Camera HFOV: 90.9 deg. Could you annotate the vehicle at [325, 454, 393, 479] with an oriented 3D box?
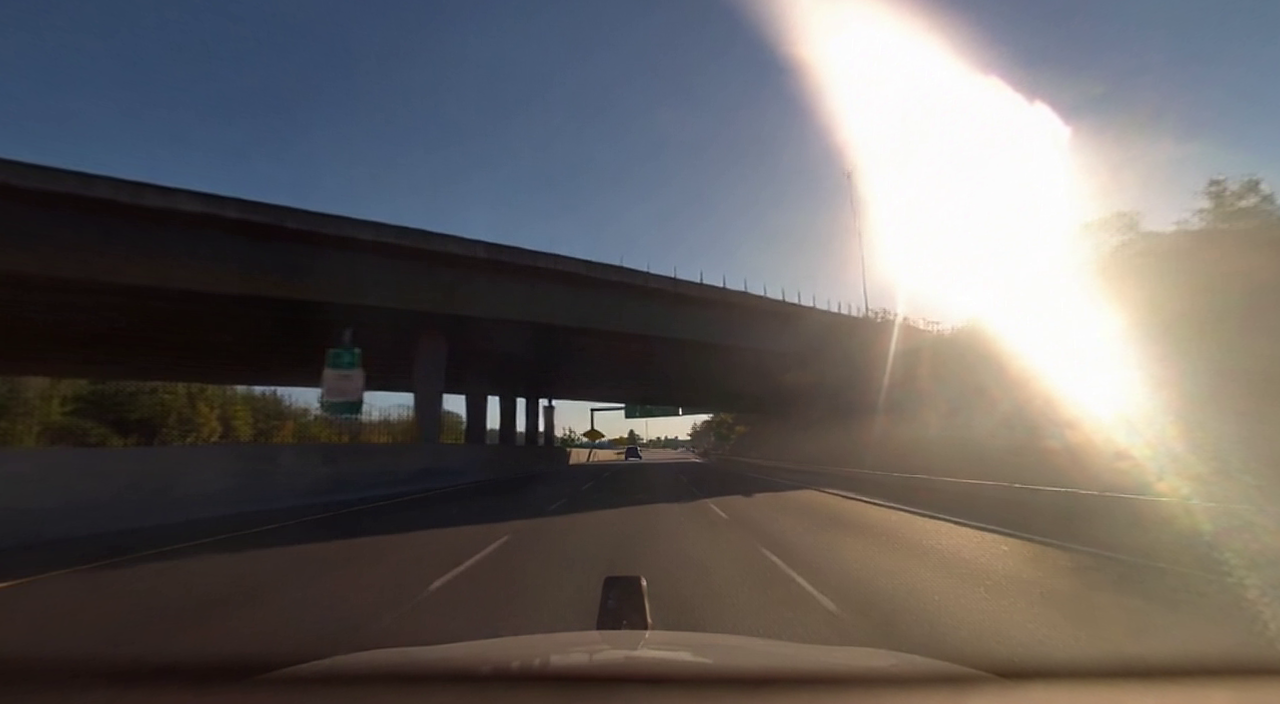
[{"bbox_3d":[-17.469,7.114,39.398,2.086,1.437,4.431,0,-9,2],"label":"vehicle"}]
